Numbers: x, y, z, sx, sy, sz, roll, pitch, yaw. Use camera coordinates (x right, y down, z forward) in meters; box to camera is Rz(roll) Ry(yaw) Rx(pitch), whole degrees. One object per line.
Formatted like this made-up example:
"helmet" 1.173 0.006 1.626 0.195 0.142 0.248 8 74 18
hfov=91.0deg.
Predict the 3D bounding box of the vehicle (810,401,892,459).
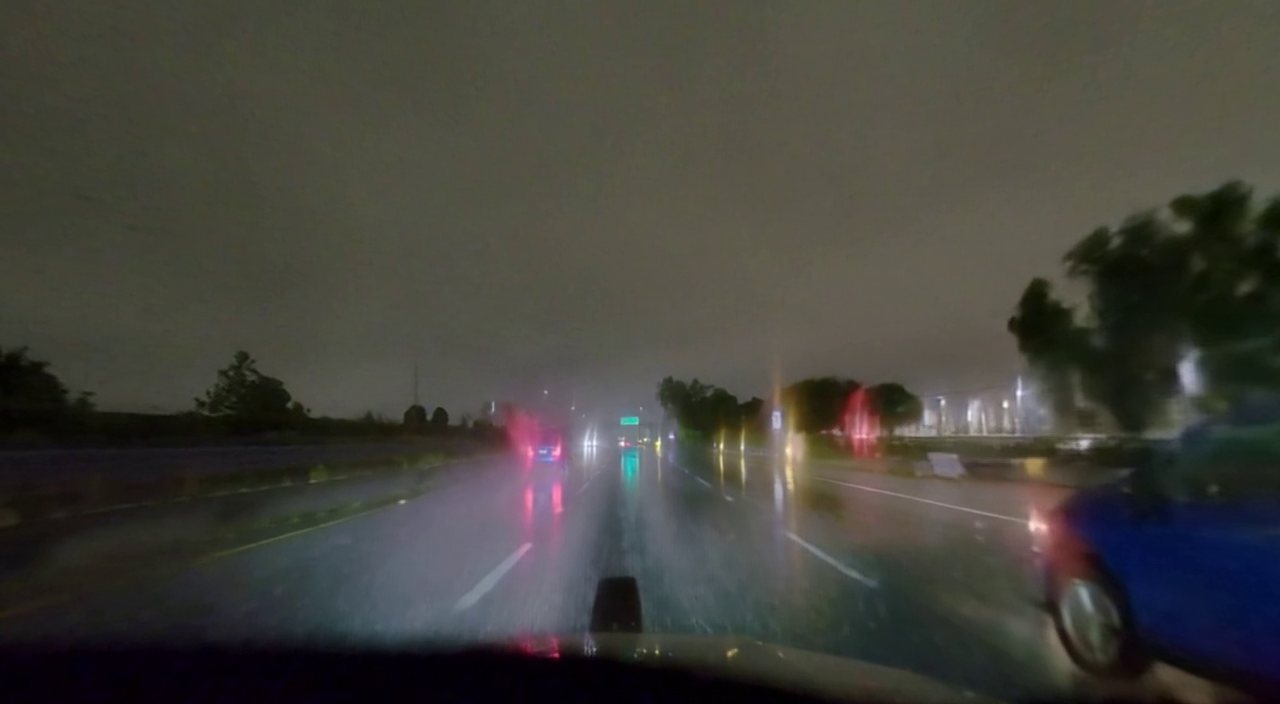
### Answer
"vehicle" 16.442 6.020 49.681 2.909 4.017 8.582 4 -6 -4

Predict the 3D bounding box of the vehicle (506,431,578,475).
"vehicle" -3.814 4.019 25.296 2.206 1.604 4.374 0 -8 0

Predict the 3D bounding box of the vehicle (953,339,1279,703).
"vehicle" 3.329 0.779 2.094 2.349 1.651 4.161 0 -8 -1
